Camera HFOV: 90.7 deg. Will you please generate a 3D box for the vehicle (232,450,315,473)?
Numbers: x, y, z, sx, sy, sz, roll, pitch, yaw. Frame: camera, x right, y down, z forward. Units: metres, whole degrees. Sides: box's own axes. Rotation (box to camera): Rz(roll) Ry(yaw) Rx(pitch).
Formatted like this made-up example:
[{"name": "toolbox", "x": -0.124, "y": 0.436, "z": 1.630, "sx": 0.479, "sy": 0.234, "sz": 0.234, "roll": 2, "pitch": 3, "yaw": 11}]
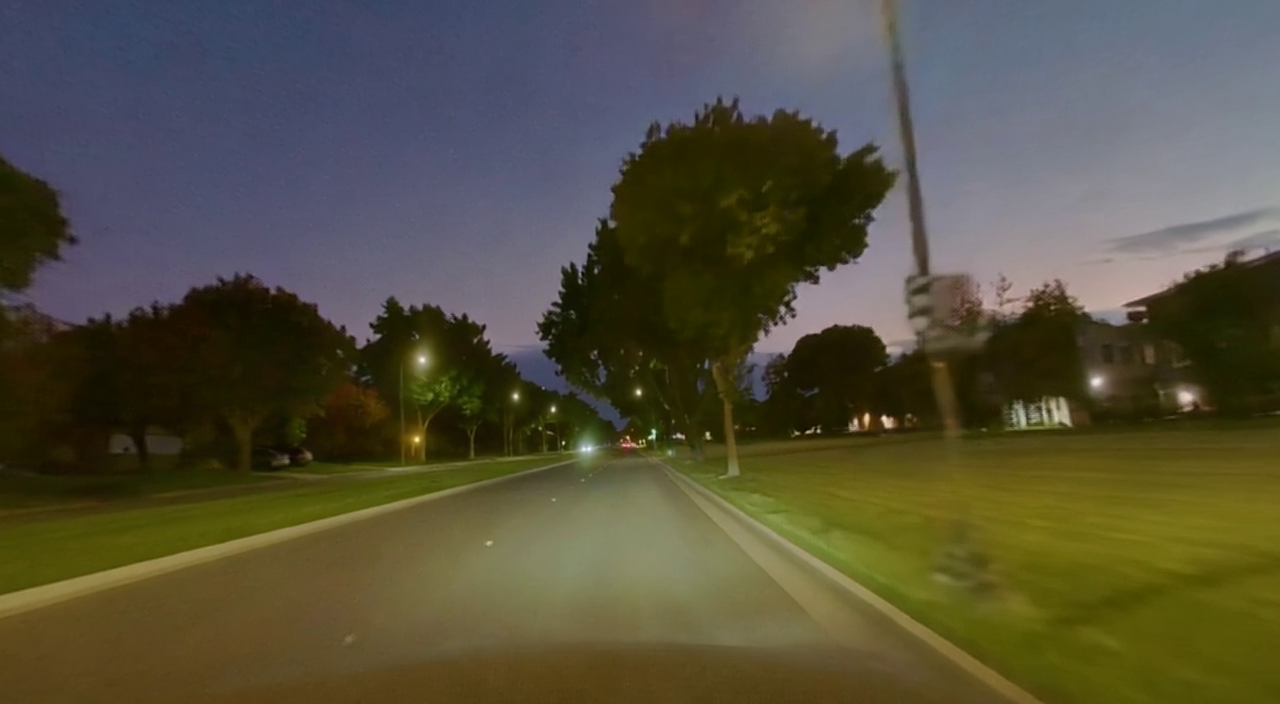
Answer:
[{"name": "vehicle", "x": -24.617, "y": 7.334, "z": 42.566, "sx": 4.440, "sy": 1.460, "sz": 1.819, "roll": 0, "pitch": -8, "yaw": 0}]
